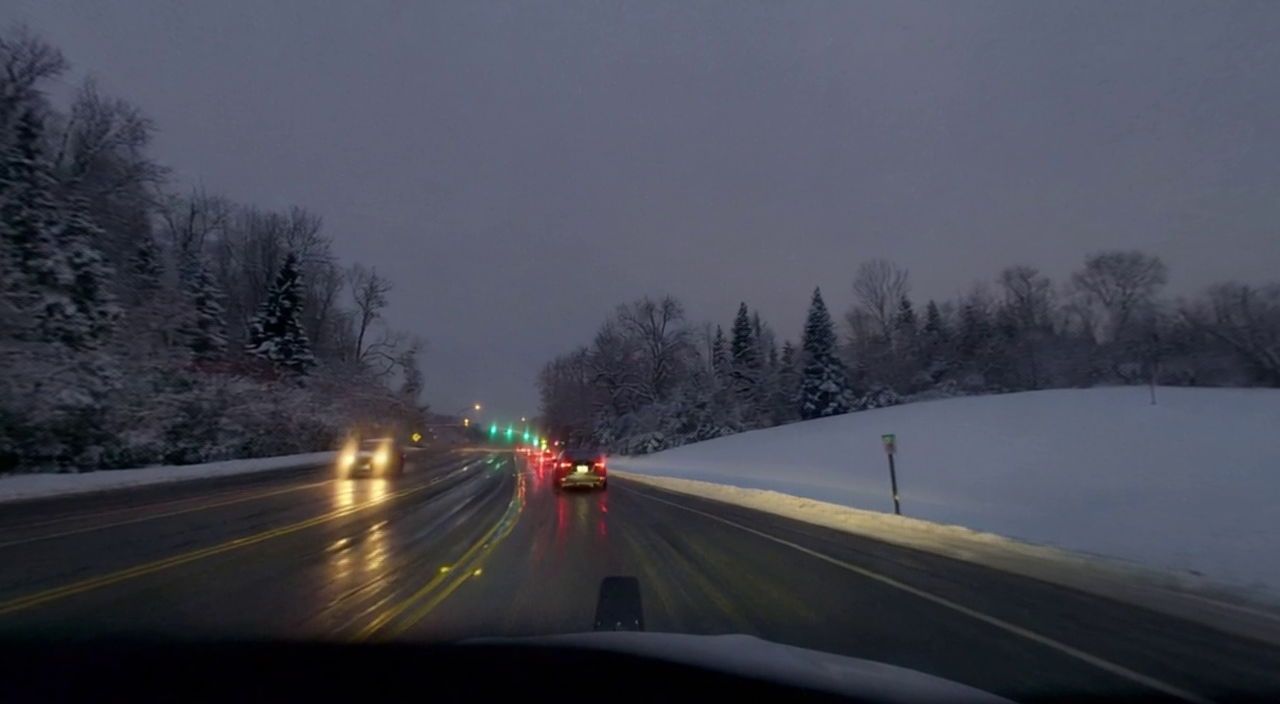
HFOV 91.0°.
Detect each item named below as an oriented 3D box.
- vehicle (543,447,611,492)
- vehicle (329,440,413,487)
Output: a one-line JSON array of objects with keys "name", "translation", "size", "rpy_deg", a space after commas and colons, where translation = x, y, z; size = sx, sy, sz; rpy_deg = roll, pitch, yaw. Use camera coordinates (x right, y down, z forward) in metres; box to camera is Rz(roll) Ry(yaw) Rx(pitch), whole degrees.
[{"name": "vehicle", "translation": [-2.479, 4.359, 23.777], "size": [2.296, 1.510, 4.068], "rpy_deg": [1, -9, -9]}, {"name": "vehicle", "translation": [-10.129, 4.199, 24.041], "size": [1.894, 1.621, 3.900], "rpy_deg": [1, -9, -8]}]
